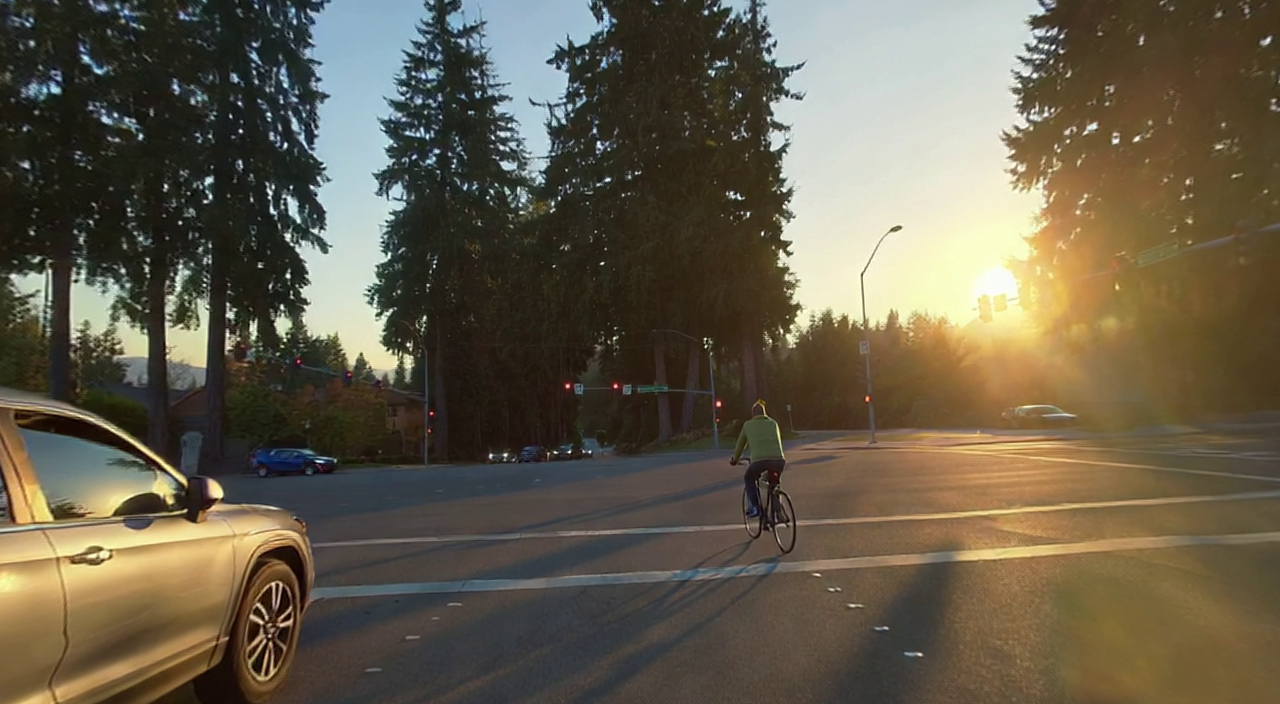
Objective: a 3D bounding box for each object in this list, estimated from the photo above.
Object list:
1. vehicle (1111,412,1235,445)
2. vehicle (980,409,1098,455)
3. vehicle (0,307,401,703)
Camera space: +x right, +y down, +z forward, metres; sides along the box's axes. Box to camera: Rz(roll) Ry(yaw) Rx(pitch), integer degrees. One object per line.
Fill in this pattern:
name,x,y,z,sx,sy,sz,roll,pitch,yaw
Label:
vehicle,25.742,3.726,30.509,4.716,1.507,1.904,2,-9,-11
vehicle,18.546,3.752,29.392,4.237,1.948,1.997,0,-9,-9
vehicle,-2.969,0.872,2.752,2.049,1.756,4.602,0,-8,0
